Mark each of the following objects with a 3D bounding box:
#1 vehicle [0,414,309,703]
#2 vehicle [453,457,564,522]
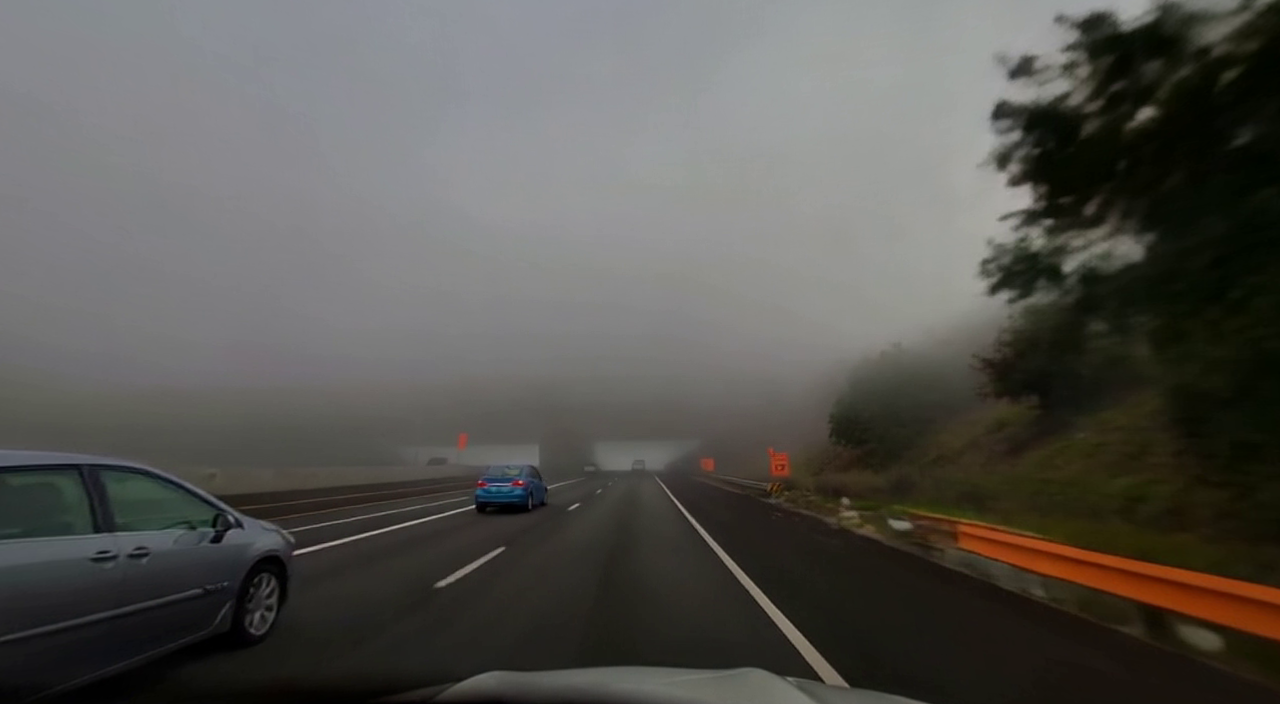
[{"bbox_3d":[-3.653,0.969,2.358,2.023,1.507,5.082,1,-10,0],"label":"vehicle"},{"bbox_3d":[-3.268,3.525,16.499,1.992,1.466,3.690,0,-10,2],"label":"vehicle"}]
